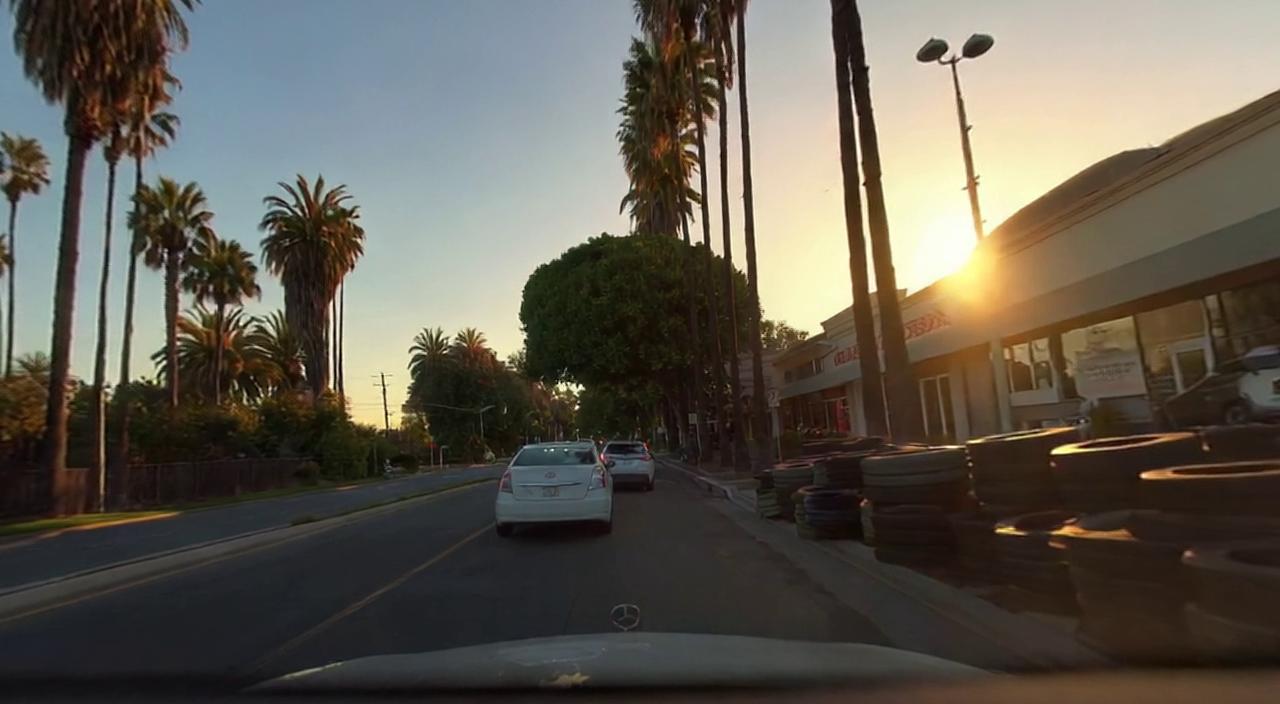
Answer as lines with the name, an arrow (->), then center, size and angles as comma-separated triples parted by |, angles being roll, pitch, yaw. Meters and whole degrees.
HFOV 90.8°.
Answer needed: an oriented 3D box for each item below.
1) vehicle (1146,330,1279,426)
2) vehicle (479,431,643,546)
vehicle -> 13.322, 0.550, 12.968 | 1.854, 1.693, 4.798 | -1, -9, 0
vehicle -> -1.102, 2.116, 10.466 | 2.169, 1.495, 4.048 | 0, -8, -2
